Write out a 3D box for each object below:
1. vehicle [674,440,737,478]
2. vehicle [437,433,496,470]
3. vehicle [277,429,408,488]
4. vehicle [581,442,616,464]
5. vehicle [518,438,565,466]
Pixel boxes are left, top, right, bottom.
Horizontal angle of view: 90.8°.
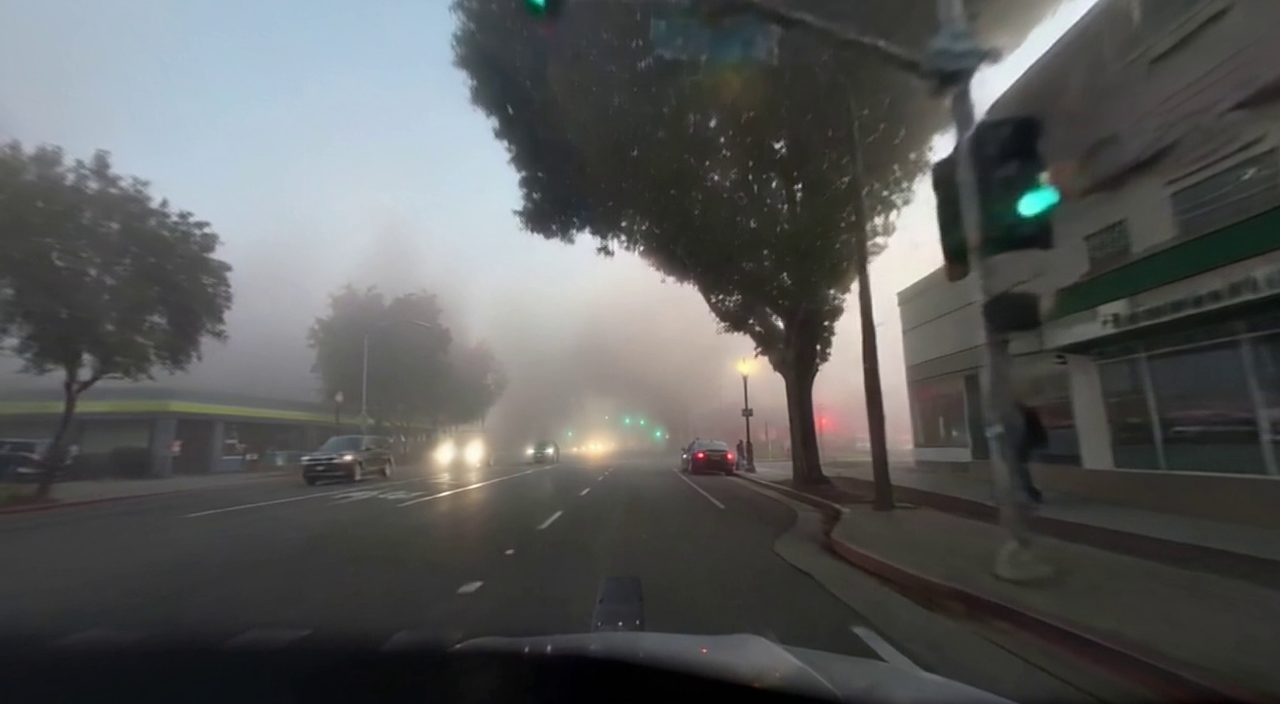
[{"bbox_3d":[2.714,4.583,27.301,2.034,1.491,4.618,1,-8,-3],"label":"vehicle"},{"bbox_3d":[-10.234,5.886,37.594,2.088,2.031,4.616,0,-8,1],"label":"vehicle"},{"bbox_3d":[-10.221,3.701,22.261,2.116,1.817,4.964,0,-8,1],"label":"vehicle"},{"bbox_3d":[-2.932,7.259,45.557,2.122,1.469,4.388,0,-8,1],"label":"vehicle"},{"bbox_3d":[-6.690,6.875,43.669,2.371,1.800,4.987,0,-8,1],"label":"vehicle"}]
